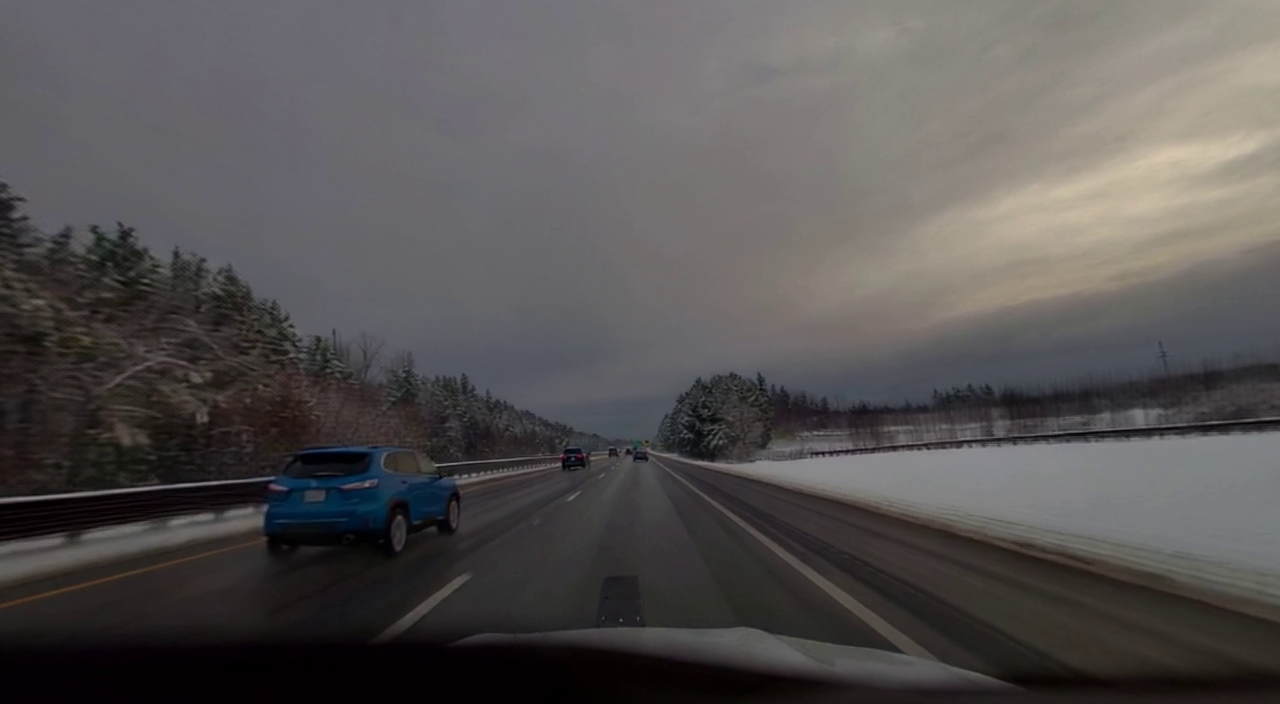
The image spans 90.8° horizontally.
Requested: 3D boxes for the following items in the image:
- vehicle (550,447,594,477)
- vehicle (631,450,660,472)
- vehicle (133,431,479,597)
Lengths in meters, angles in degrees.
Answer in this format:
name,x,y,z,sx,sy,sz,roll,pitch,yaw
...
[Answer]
name,x,y,z,sx,sy,sz,roll,pitch,yaw
vehicle,-3.975,6.496,37.667,2.100,1.667,4.223,0,-9,1
vehicle,0.406,7.985,46.435,2.046,1.452,4.407,0,-9,0
vehicle,-3.644,1.828,8.022,2.034,1.520,4.236,0,-9,1
